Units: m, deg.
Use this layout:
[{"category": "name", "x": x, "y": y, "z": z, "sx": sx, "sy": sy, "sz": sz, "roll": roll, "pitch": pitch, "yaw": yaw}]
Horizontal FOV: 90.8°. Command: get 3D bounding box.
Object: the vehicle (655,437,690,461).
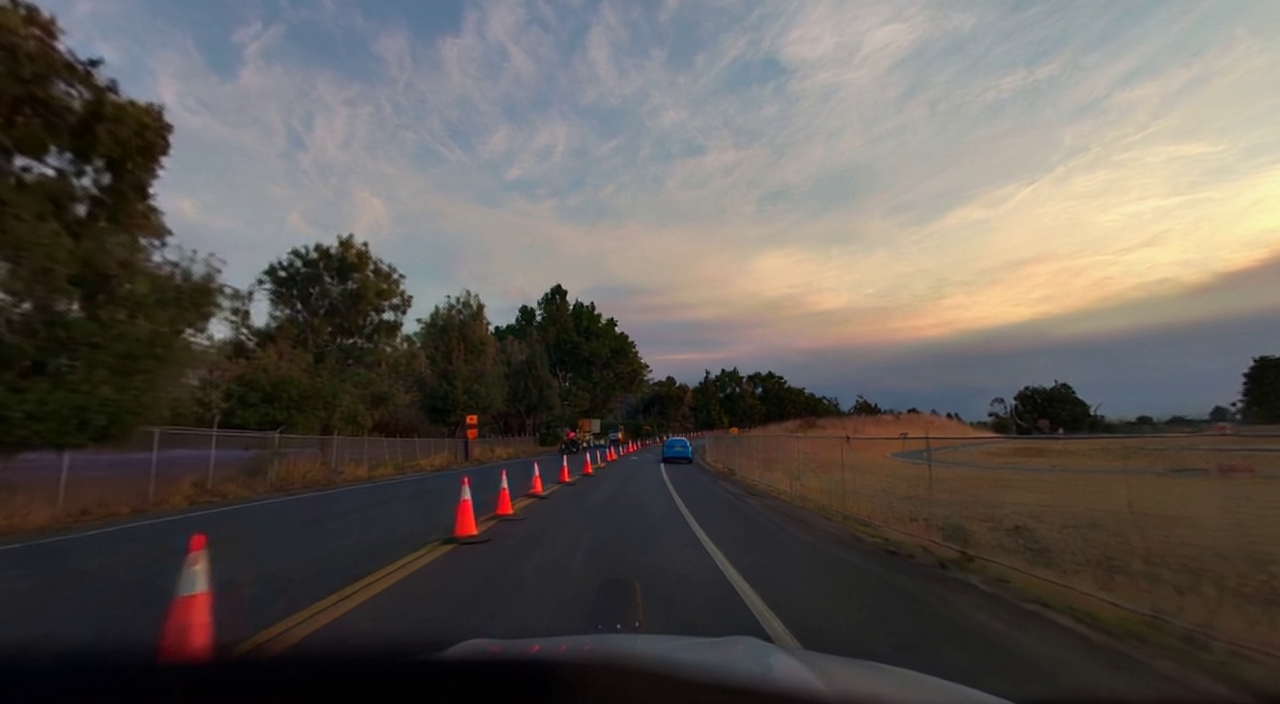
[{"category": "vehicle", "x": 2.093, "y": 6.307, "z": 40.996, "sx": 2.172, "sy": 1.486, "sz": 3.581, "roll": -1, "pitch": -9, "yaw": 3}]
